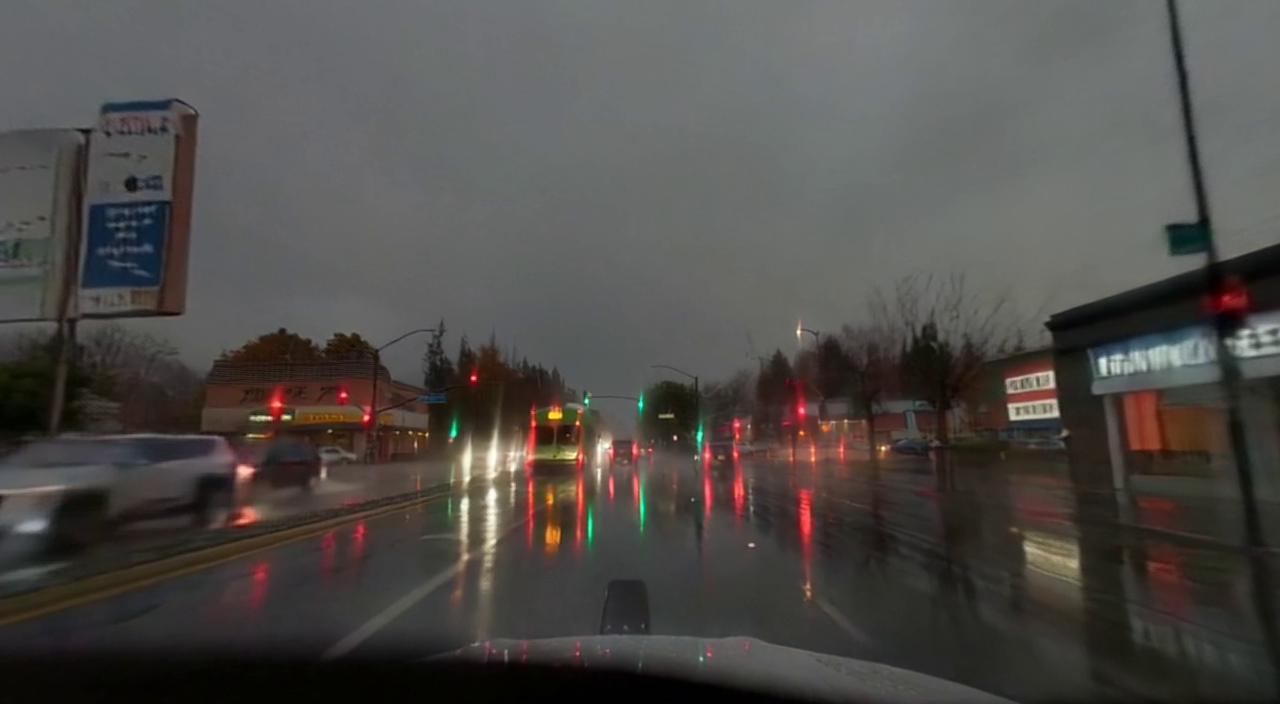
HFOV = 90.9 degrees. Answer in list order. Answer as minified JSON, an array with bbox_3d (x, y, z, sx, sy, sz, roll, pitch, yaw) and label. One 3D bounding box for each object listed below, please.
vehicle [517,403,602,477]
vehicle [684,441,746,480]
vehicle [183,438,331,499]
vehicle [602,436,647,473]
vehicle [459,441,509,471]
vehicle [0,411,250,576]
[{"bbox_3d":[-3.897,4.824,34.354,3.018,3.217,13.998,0,-8,-1],"label":"vehicle"},{"bbox_3d":[3.126,4.608,27.170,2.046,1.540,3.883,0,-8,-2],"label":"vehicle"},{"bbox_3d":[-12.292,3.735,20.698,1.967,1.727,4.608,0,-8,-1],"label":"vehicle"},{"bbox_3d":[-0.868,5.541,34.362,2.301,1.837,4.411,0,-8,-2],"label":"vehicle"},{"bbox_3d":[-9.508,6.371,38.842,2.157,1.731,4.433,0,-8,-3],"label":"vehicle"},{"bbox_3d":[-8.264,1.890,9.149,2.154,1.832,4.820,0,-8,-1],"label":"vehicle"}]
